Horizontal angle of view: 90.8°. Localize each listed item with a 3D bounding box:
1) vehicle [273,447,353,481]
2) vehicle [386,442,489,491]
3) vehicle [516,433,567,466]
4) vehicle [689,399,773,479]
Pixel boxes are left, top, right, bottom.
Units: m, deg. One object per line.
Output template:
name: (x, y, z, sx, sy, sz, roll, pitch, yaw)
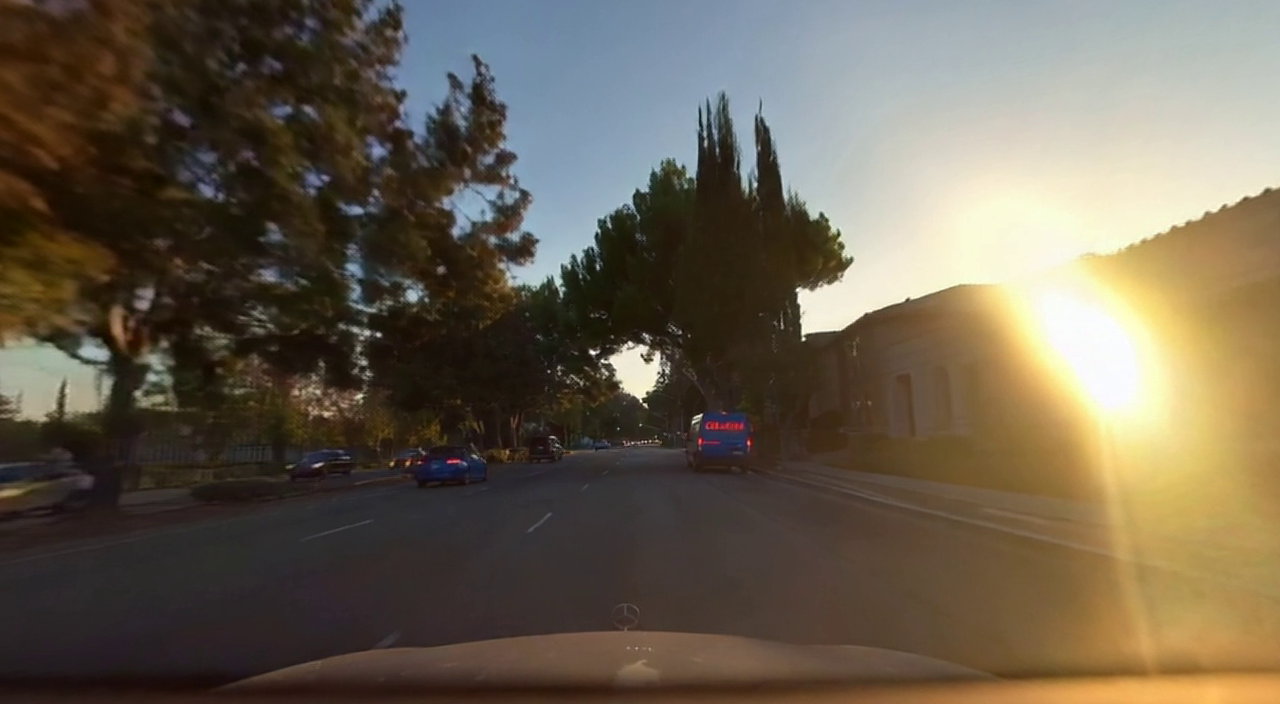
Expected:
vehicle: (-17.817, 6.105, 34.700, 1.945, 1.702, 4.438, 0, -9, 1)
vehicle: (-6.708, 3.821, 21.485, 1.970, 1.456, 4.441, 0, -9, 1)
vehicle: (-6.396, 6.438, 41.772, 2.332, 2.039, 5.678, 0, -9, 1)
vehicle: (3.632, 3.667, 26.401, 2.791, 3.026, 4.668, 0, -9, 0)
